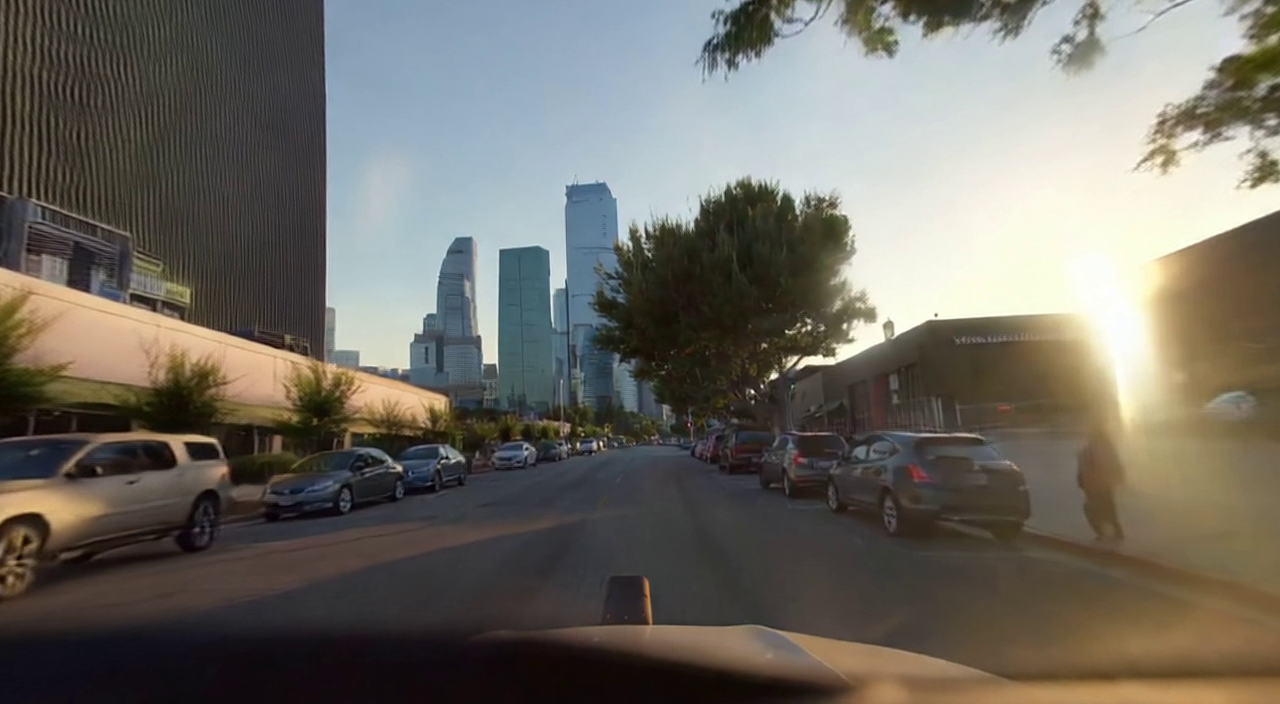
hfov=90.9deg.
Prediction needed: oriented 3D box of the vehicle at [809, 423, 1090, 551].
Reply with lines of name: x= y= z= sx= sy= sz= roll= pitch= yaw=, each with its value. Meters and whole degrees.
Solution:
vehicle: x=4.298 y=1.877 z=9.880 sx=1.973 sy=1.494 sz=4.867 roll=0 pitch=-7 yaw=0

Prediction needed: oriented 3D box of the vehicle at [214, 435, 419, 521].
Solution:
vehicle: x=-7.000 y=2.706 z=14.409 sx=2.001 sy=1.502 sz=4.851 roll=-1 pitch=-6 yaw=2

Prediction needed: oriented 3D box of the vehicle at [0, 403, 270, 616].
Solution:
vehicle: x=-6.938 y=1.616 z=7.605 sx=2.238 sy=1.891 sz=4.780 roll=-1 pitch=-5 yaw=-3

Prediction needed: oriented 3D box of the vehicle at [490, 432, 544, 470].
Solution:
vehicle: x=-6.547 y=5.285 z=34.119 sx=1.996 sy=1.770 sz=5.518 roll=-1 pitch=-6 yaw=-2
